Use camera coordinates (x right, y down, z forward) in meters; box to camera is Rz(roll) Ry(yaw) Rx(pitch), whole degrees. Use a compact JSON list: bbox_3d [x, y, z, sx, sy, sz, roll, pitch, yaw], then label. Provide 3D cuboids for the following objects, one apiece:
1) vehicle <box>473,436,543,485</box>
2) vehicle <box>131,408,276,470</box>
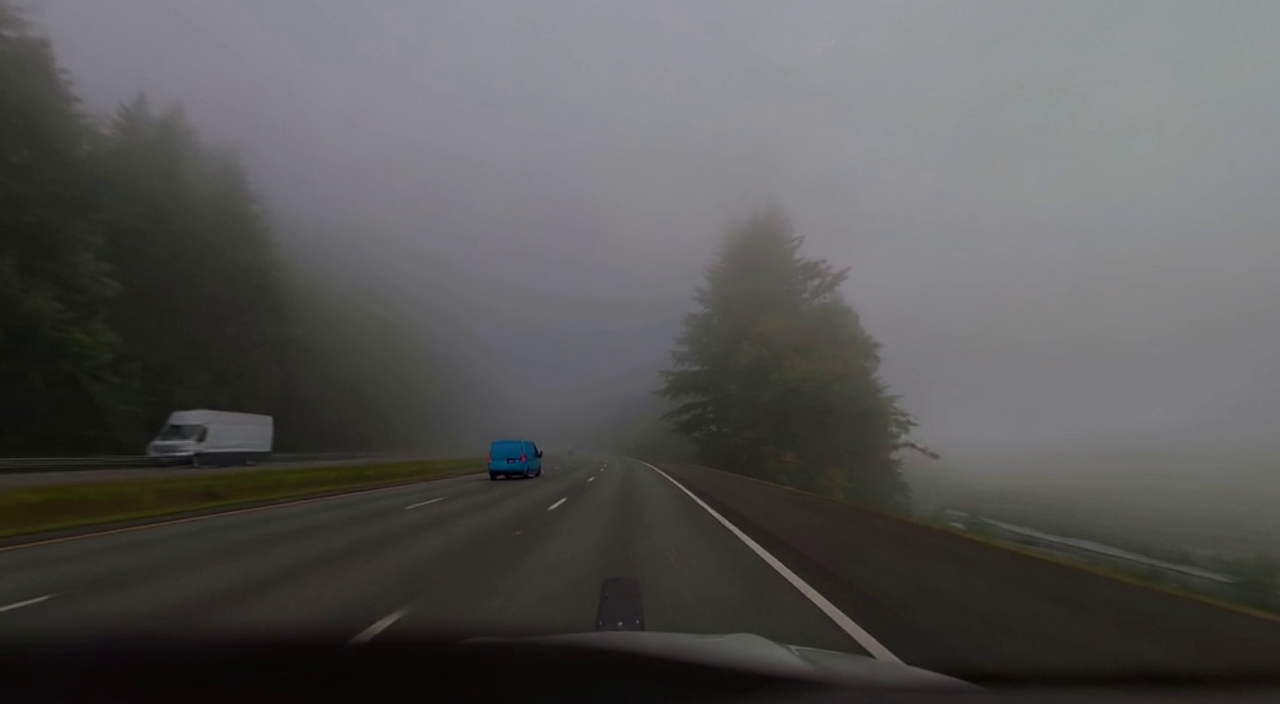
[{"bbox_3d":[-6.007,5.014,29.414,2.197,2.038,4.919,0,-9,0],"label":"vehicle"},{"bbox_3d":[-28.578,5.895,42.099,2.960,3.652,9.422,0,-9,-1],"label":"vehicle"}]
